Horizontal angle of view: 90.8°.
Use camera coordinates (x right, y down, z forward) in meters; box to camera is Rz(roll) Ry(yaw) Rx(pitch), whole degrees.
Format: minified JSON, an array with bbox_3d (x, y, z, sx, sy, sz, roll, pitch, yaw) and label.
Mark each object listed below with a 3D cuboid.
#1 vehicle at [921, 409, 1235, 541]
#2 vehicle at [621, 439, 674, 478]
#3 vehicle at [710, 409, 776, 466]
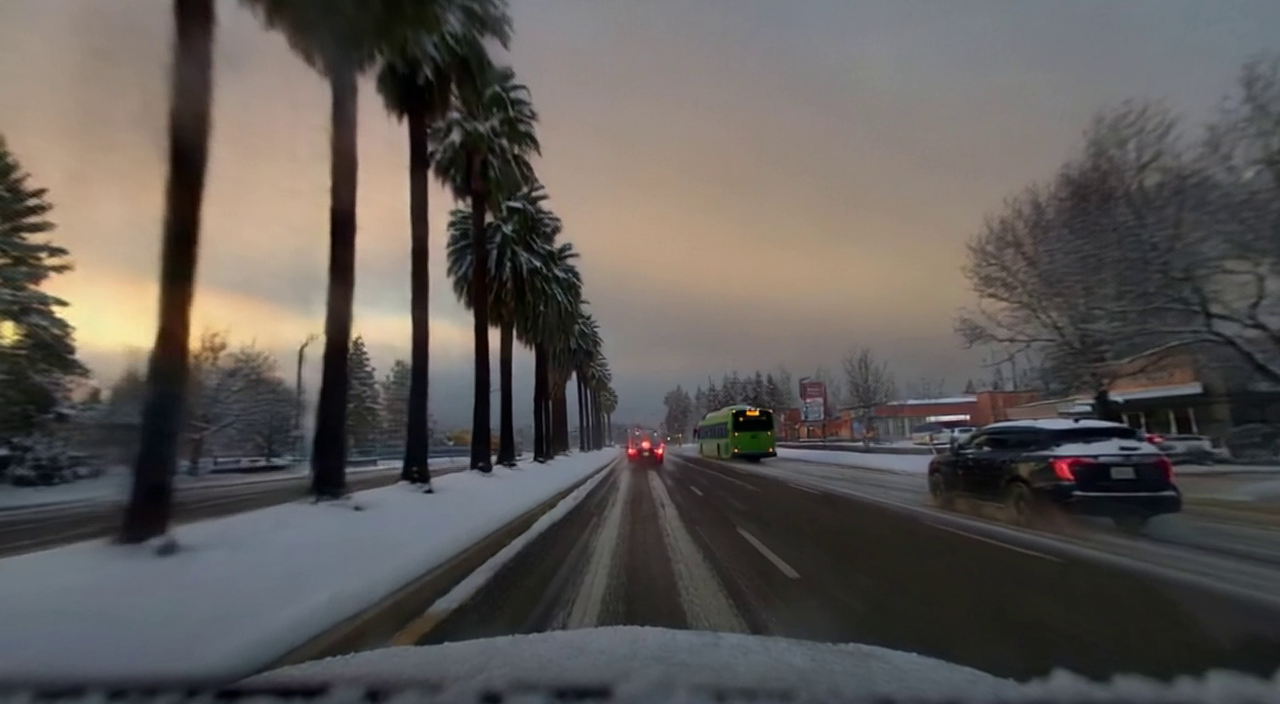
[{"bbox_3d":[6.537,1.891,10.201,2.031,1.670,4.154,0,-9,0],"label":"vehicle"},{"bbox_3d":[0.261,4.499,26.907,2.065,1.477,4.306,0,-9,-1],"label":"vehicle"},{"bbox_3d":[6.706,5.819,42.581,2.795,3.383,9.287,0,-9,-1],"label":"vehicle"}]
